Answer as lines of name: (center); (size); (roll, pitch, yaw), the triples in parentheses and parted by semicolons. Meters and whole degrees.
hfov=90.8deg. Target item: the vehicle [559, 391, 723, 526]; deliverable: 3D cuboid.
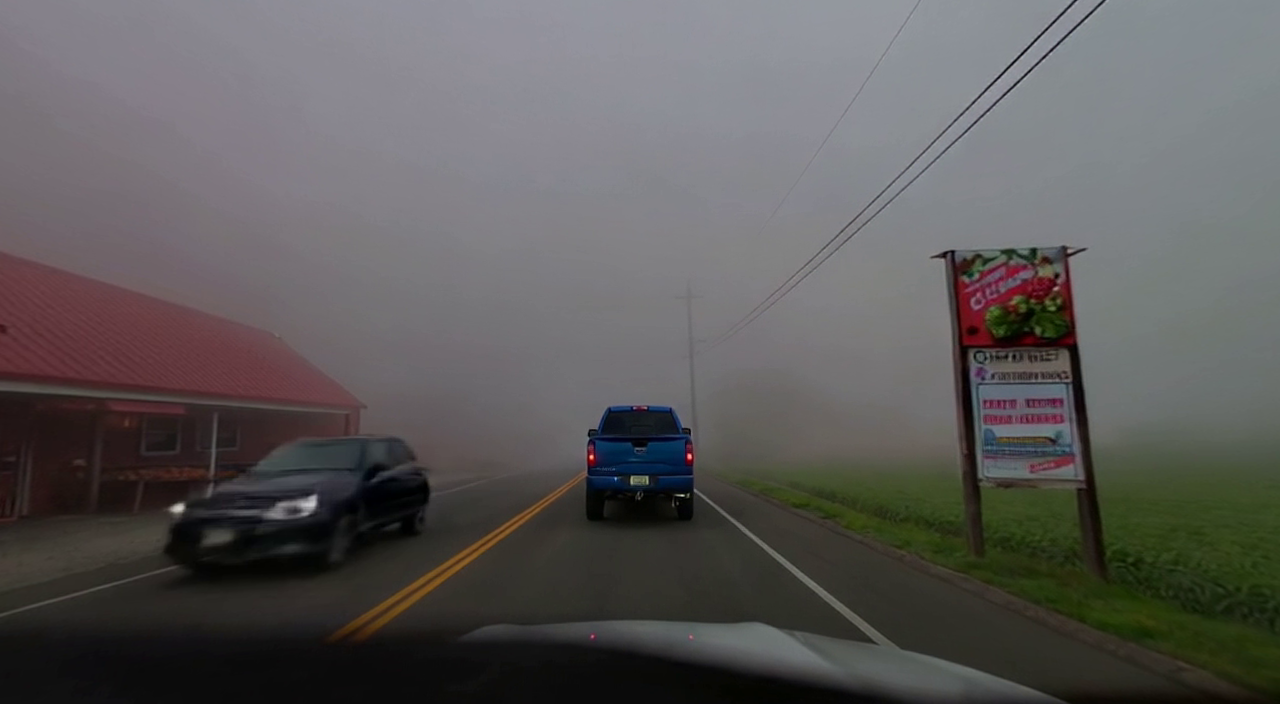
vehicle: (-0.075, 2.188, 13.476); (2.693, 2.223, 5.885); (0, -8, -2)

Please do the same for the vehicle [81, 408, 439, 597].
vehicle: (-4.324, 1.756, 8.260); (2.081, 1.681, 4.325); (-3, -8, -1)
